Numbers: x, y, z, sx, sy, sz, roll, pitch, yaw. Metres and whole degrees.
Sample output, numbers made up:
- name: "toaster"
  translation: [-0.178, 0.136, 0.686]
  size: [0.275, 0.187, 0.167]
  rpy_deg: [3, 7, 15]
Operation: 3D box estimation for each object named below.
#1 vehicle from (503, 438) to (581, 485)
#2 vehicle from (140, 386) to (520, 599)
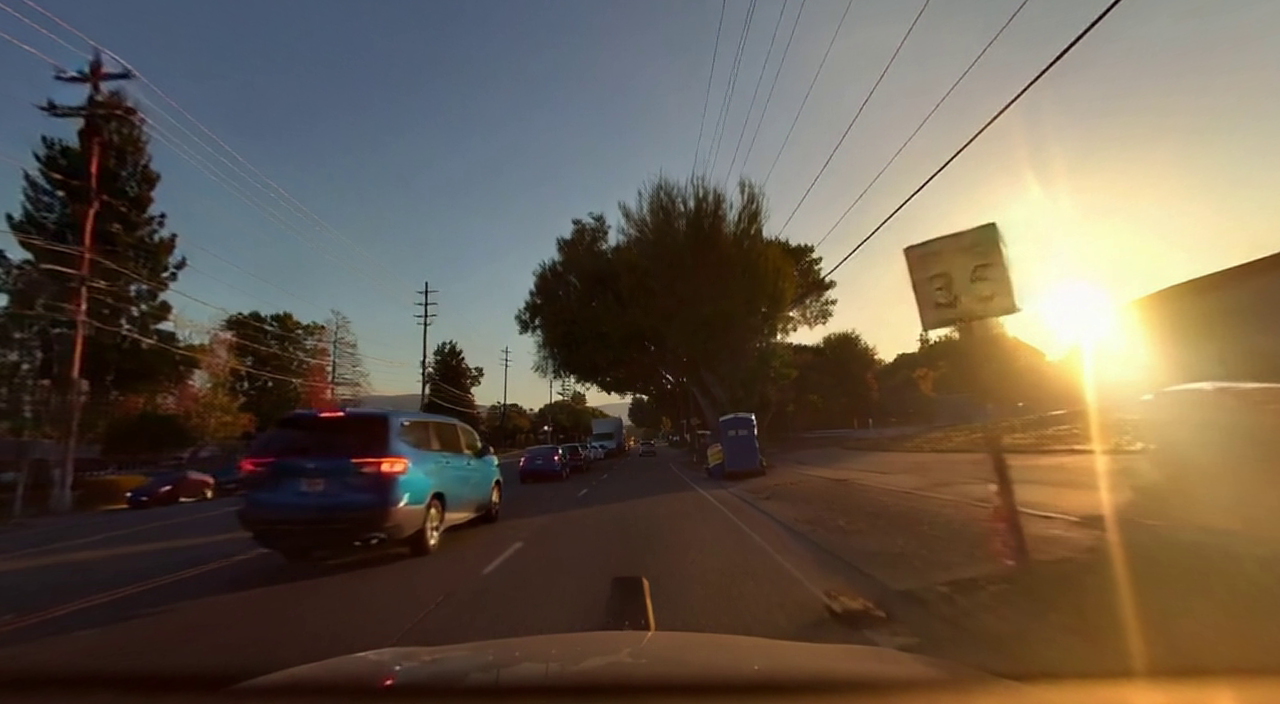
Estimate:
- name: "vehicle"
  translation: [-3.323, 3.802, 22.209]
  size: [1.998, 1.466, 4.124]
  rpy_deg: [0, -8, 1]
- name: "vehicle"
  translation: [-3.149, 1.583, 8.026]
  size: [2.180, 1.818, 5.117]
  rpy_deg: [0, -8, 1]
